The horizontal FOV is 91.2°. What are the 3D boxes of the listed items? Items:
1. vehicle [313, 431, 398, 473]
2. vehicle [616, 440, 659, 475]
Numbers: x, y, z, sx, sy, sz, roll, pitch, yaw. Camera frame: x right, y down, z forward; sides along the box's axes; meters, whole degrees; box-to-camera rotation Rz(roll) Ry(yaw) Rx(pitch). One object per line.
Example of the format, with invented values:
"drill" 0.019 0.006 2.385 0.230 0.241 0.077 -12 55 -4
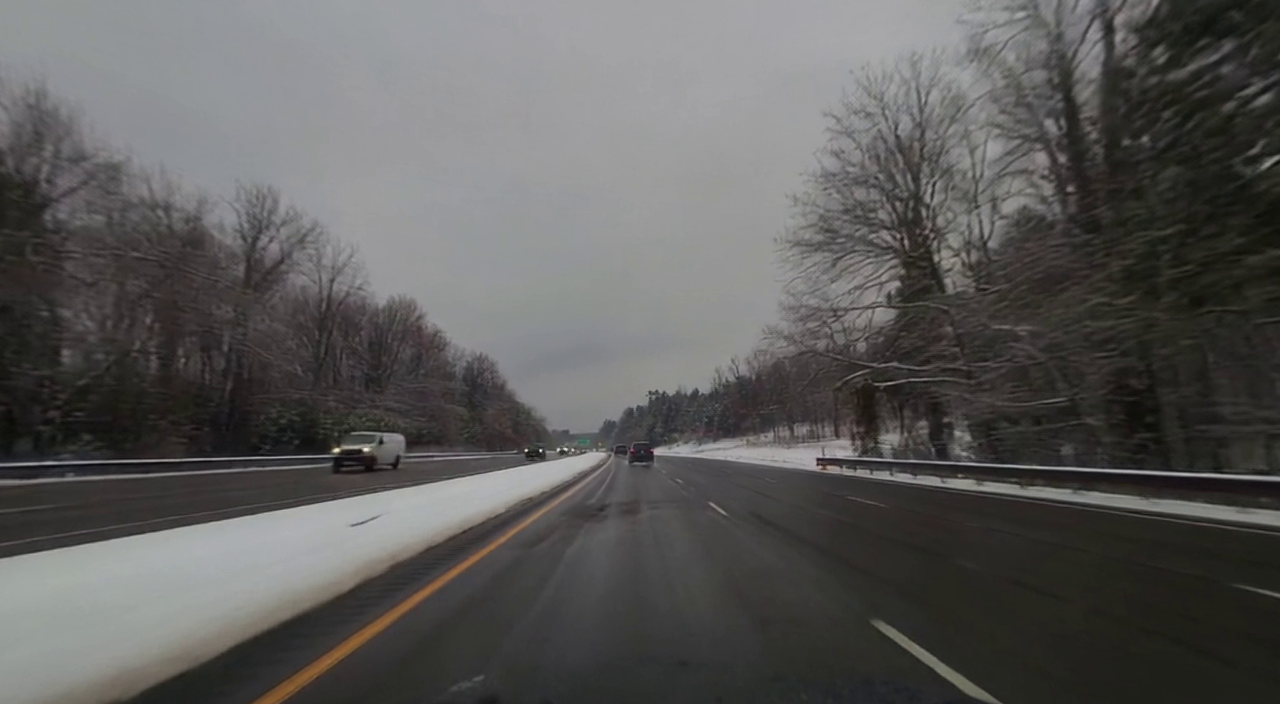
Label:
"vehicle" -13.440 4.745 29.971 2.047 1.825 4.344 0 -9 -1
"vehicle" -0.194 5.659 33.824 2.151 1.693 4.201 0 -9 -1
